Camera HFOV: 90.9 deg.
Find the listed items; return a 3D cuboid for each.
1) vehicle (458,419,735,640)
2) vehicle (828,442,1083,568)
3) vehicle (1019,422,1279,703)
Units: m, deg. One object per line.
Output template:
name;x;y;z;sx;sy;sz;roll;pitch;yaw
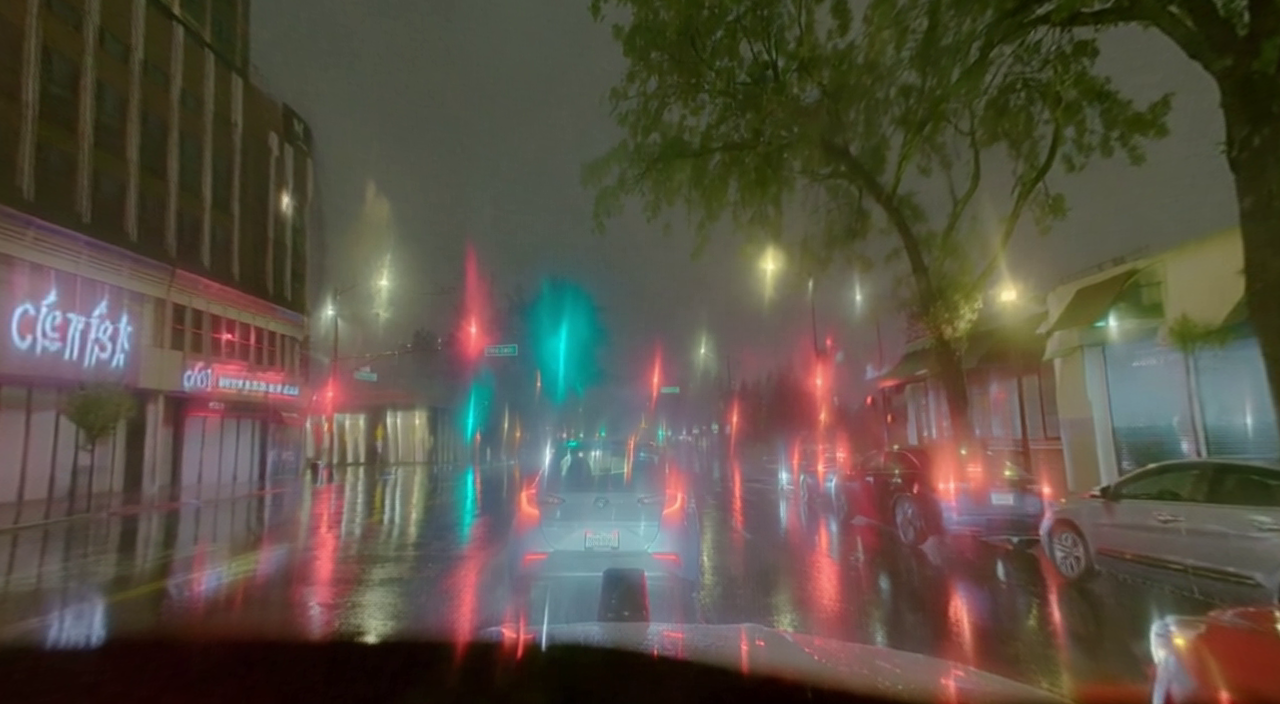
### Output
vehicle;-0.284;1.491;6.227;1.888;1.489;3.703;0;-8;0
vehicle;4.535;2.211;10.045;1.912;1.505;4.618;-1;-8;4
vehicle;3.179;0.828;1.110;2.006;1.496;4.767;0;-9;-1
